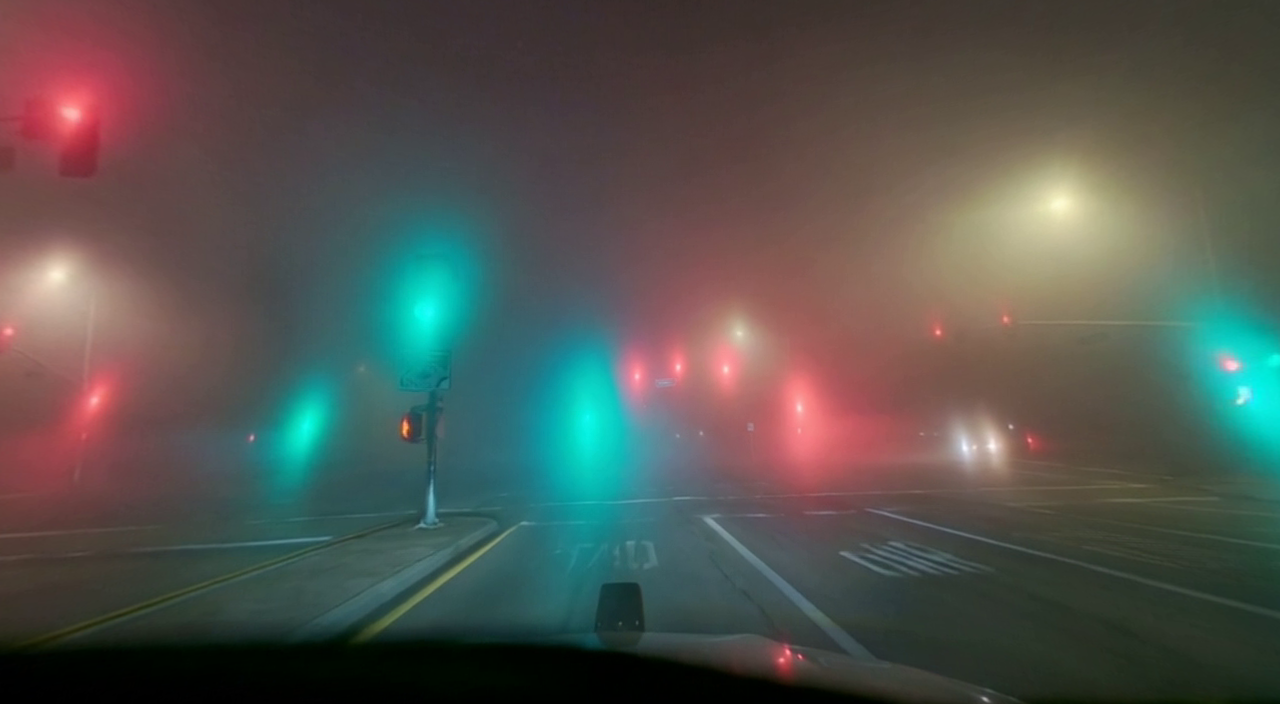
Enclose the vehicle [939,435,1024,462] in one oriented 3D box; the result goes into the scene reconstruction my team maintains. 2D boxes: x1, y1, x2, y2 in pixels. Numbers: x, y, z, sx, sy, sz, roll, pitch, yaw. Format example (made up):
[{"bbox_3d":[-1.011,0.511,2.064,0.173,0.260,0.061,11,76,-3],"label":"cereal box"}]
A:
[{"bbox_3d":[21.503,6.042,39.701,4.769,1.634,1.884,3,-9,-19],"label":"vehicle"}]
